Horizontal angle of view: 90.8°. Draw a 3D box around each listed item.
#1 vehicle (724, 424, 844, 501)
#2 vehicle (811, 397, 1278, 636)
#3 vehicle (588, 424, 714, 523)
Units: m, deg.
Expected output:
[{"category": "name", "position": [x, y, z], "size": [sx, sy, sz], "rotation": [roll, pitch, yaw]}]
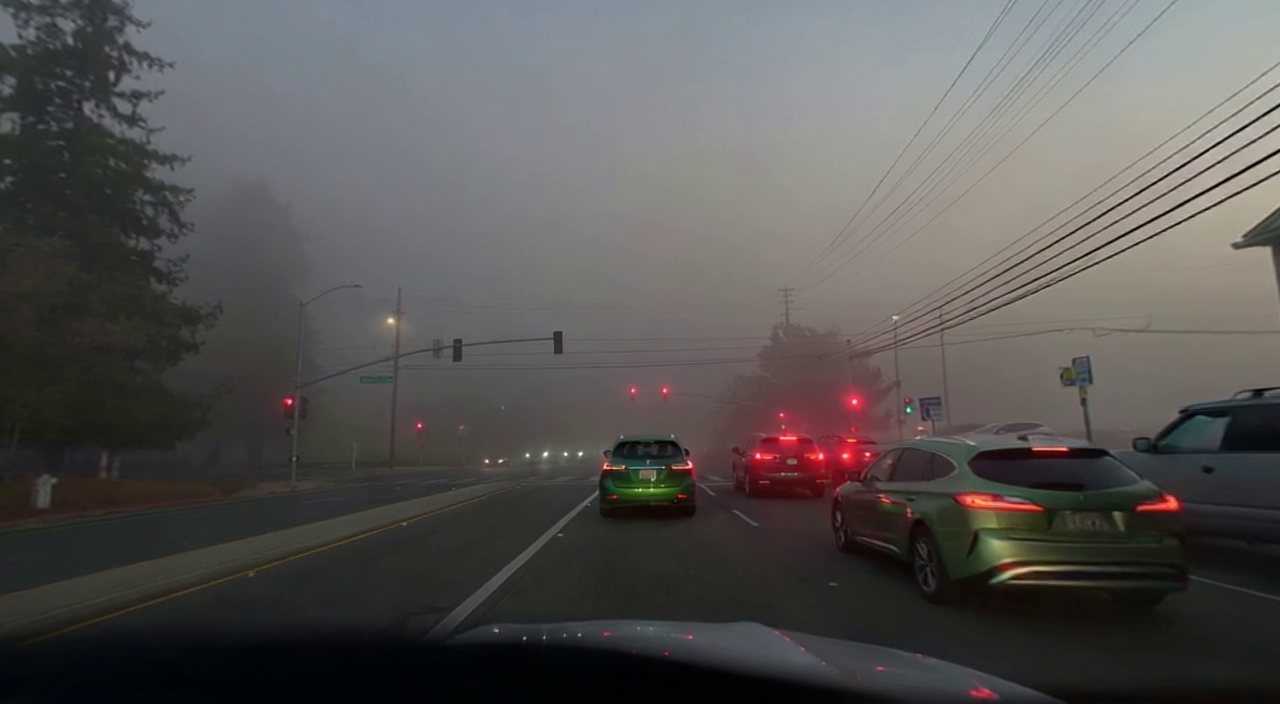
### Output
[{"category": "vehicle", "position": [3.691, 2.941, 17.193], "size": [2.060, 1.789, 4.712], "rotation": [0, -9, -1]}, {"category": "vehicle", "position": [3.341, 1.442, 6.512], "size": [1.998, 1.620, 4.267], "rotation": [0, -9, 1]}, {"category": "vehicle", "position": [0.175, 2.380, 12.864], "size": [2.149, 1.668, 3.962], "rotation": [0, -9, 0]}]
